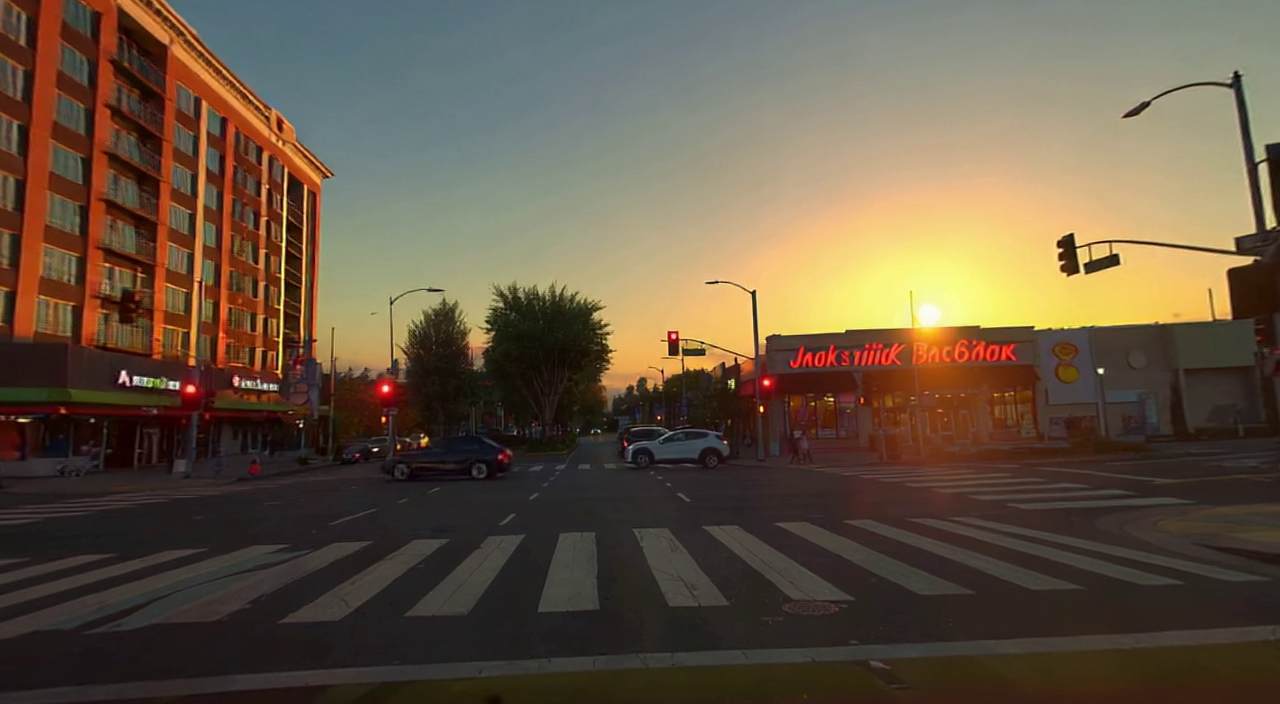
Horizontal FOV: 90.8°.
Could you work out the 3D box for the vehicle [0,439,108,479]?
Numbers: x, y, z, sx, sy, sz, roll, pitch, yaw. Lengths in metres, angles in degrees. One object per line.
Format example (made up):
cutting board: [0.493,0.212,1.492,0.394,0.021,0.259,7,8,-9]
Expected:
vehicle: [-31.554,5.609,33.527,2.205,1.903,5.877,1,-9,-9]

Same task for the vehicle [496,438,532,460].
vehicle: [-8.624,6.694,43.705,1.906,1.402,4.904,0,-8,-5]

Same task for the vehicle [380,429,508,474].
vehicle: [-7.641,3.934,25.030,4.513,1.682,1.810,1,-9,-7]

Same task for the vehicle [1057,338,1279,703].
vehicle: [3.022,0.611,0.870,1.866,1.654,4.354,0,-8,0]

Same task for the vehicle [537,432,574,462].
vehicle: [-5.115,5.804,38.615,1.976,1.683,4.117,0,-8,-4]

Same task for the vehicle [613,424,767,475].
vehicle: [1.544,3.111,20.359,4.612,1.521,1.811,1,-9,-9]
